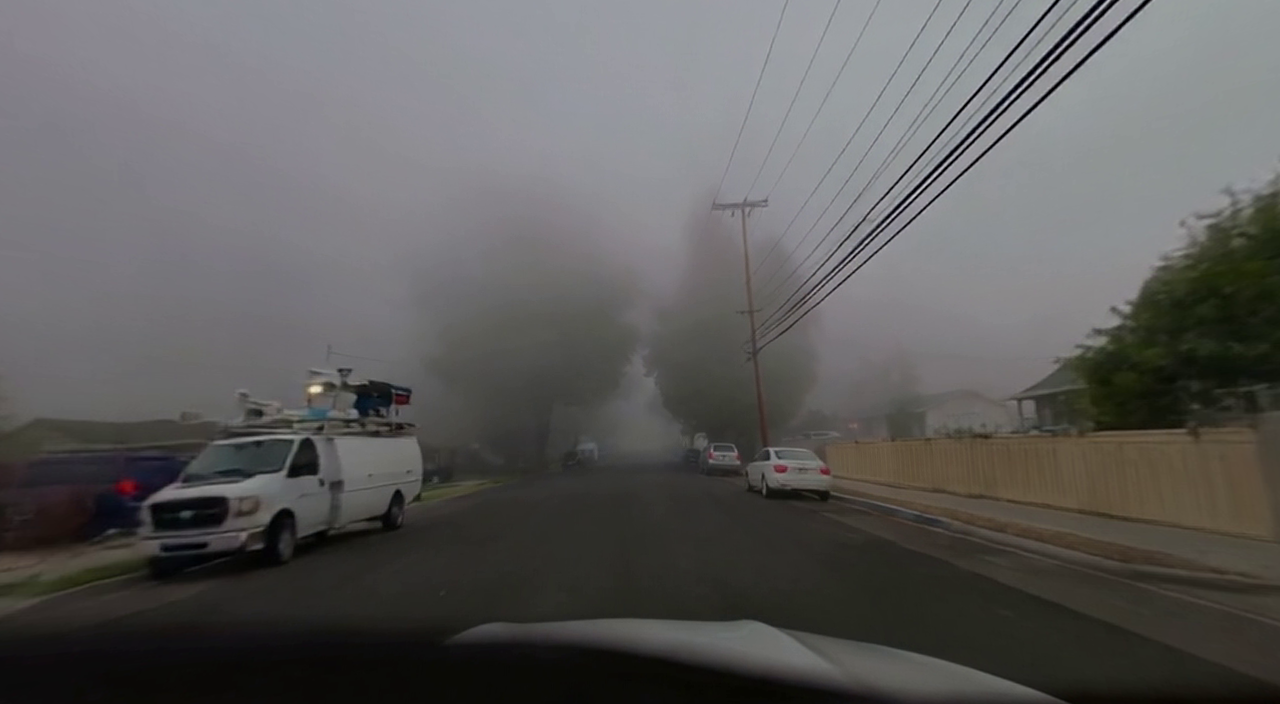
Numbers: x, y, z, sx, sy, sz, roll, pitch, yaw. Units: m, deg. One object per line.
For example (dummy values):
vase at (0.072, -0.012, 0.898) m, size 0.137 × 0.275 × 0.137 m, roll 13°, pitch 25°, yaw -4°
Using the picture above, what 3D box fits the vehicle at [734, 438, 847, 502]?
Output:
vehicle at (4.086, 3.297, 18.057) m, size 2.016 × 1.544 × 4.645 m, roll 0°, pitch -9°, yaw -1°

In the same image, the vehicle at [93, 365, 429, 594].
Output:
vehicle at (-6.032, 2.120, 11.438) m, size 2.313 × 2.875 × 6.057 m, roll -4°, pitch -9°, yaw 0°

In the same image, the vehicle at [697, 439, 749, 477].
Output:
vehicle at (4.135, 5.387, 32.182) m, size 2.105 × 1.755 × 4.749 m, roll 0°, pitch -9°, yaw 1°

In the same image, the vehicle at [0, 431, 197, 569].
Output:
vehicle at (-11.778, 2.638, 11.041) m, size 6.187 × 1.991 × 2.728 m, roll -5°, pitch -9°, yaw 3°
